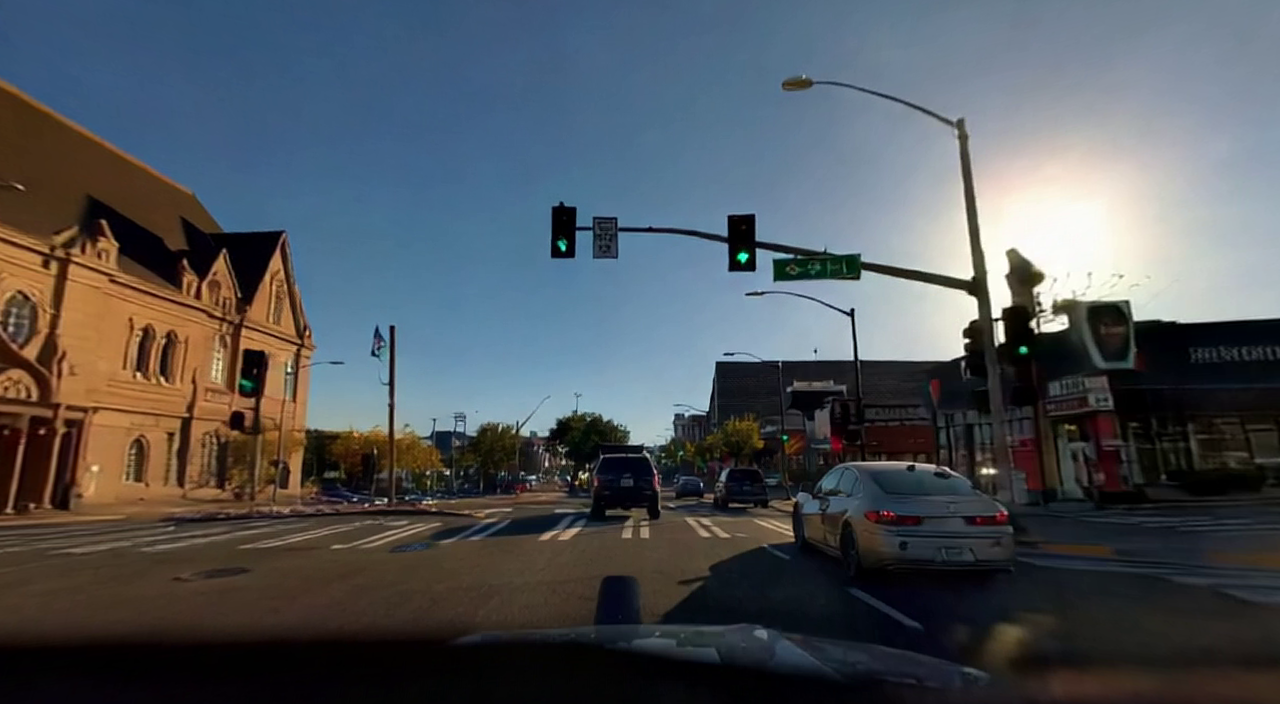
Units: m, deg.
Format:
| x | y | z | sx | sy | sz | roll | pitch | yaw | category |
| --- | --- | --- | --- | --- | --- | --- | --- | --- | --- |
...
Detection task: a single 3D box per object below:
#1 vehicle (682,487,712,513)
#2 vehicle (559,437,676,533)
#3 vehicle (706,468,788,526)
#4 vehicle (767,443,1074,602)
| x | y | z | sx | sy | sz | roll | pitch | yaw | category |
| --- | --- | --- | --- | --- | --- | --- | --- | --- | --- |
| 4.480 | 11.368 | 48.806 | 2.027 | 1.771 | 4.470 | 0 | -11 | 9 | vehicle |
| -0.432 | 2.784 | 13.885 | 2.168 | 1.776 | 4.135 | 0 | -8 | -1 | vehicle |
| 3.266 | 4.504 | 20.048 | 1.890 | 1.491 | 4.166 | 0 | -8 | 1 | vehicle |
| 3.108 | 1.946 | 8.257 | 1.883 | 1.472 | 4.471 | 0 | -8 | -1 | vehicle |
